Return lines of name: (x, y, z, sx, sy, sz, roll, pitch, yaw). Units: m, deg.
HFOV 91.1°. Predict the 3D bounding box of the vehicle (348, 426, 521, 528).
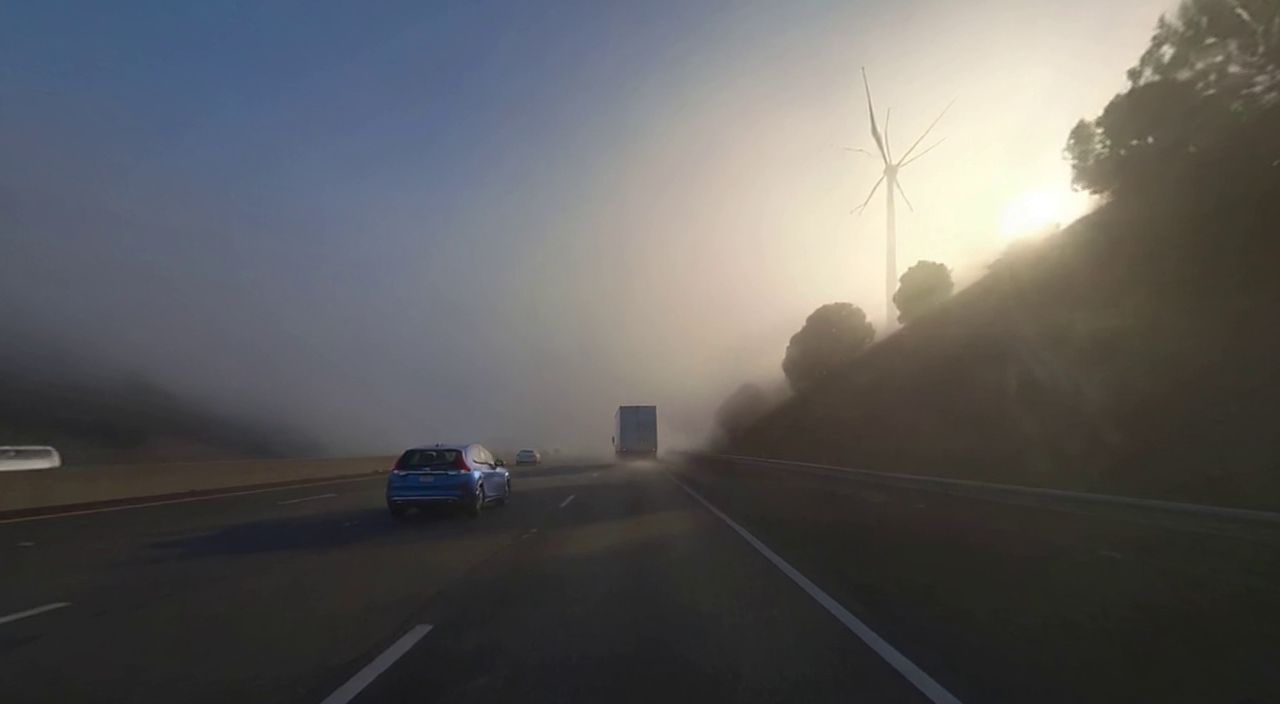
vehicle: (-3.787, 2.354, 12.391, 2.109, 1.684, 3.783, 0, -8, 0)
